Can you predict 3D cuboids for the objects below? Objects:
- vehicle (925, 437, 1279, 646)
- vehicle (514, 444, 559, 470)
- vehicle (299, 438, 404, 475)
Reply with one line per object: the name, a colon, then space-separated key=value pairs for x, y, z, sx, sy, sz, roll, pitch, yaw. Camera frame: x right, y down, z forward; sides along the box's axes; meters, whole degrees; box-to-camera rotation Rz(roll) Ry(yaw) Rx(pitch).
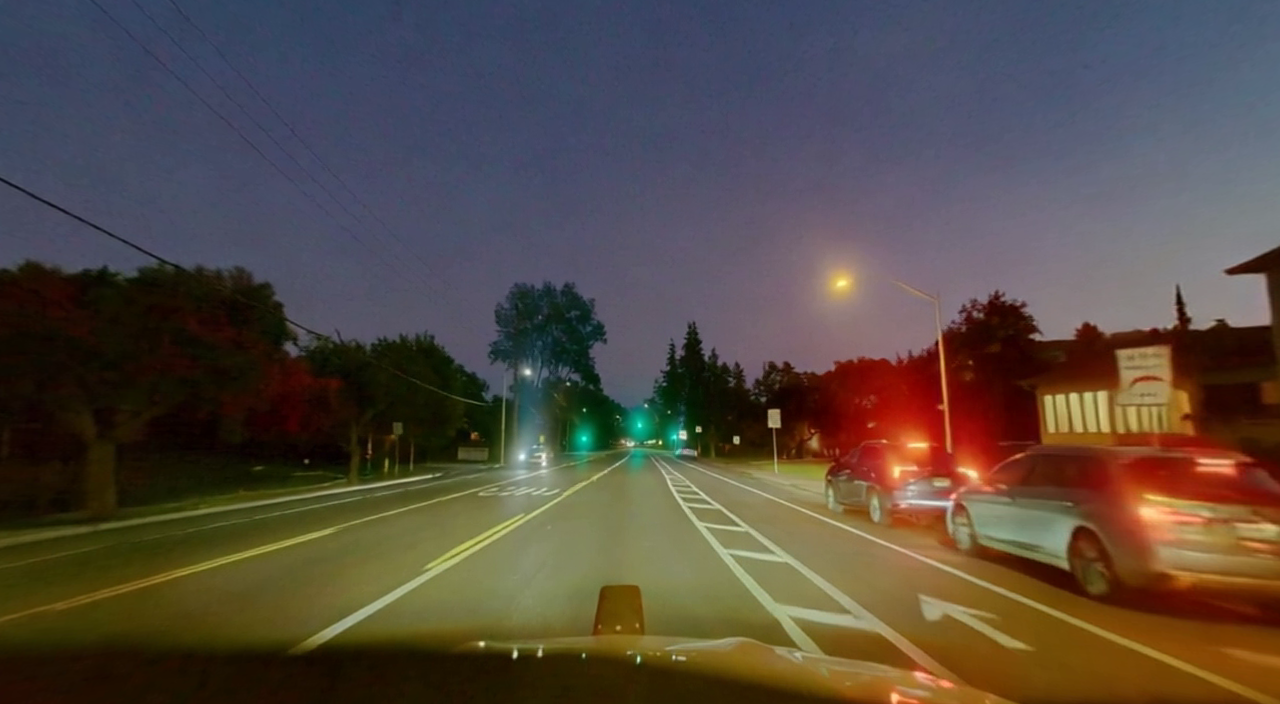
vehicle: x=5.169 y=1.792 z=7.140 sx=1.891 sy=1.611 sz=4.269 roll=0 pitch=-8 yaw=0
vehicle: x=-6.579 y=6.696 z=40.509 sx=2.057 sy=1.495 sz=4.592 roll=0 pitch=-8 yaw=1
vehicle: x=-16.257 y=5.859 z=35.714 sx=5.125 sy=1.941 sz=2.086 roll=4 pitch=-9 yaw=-26
